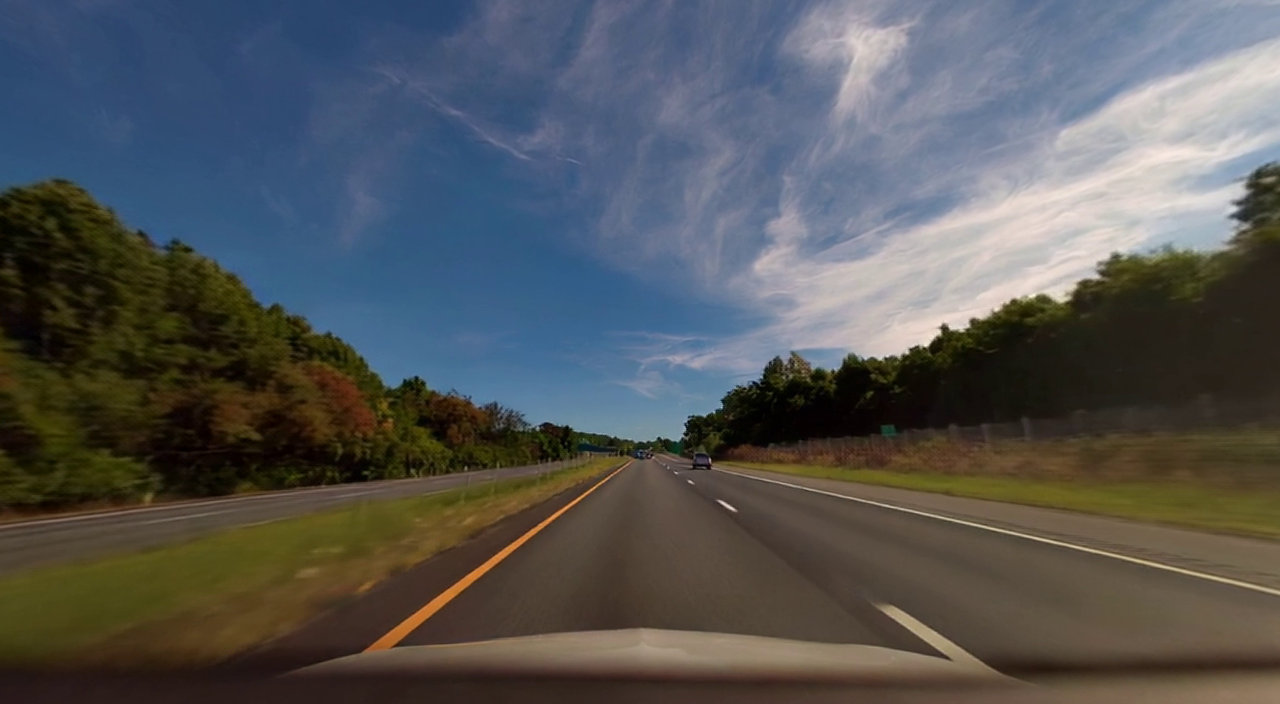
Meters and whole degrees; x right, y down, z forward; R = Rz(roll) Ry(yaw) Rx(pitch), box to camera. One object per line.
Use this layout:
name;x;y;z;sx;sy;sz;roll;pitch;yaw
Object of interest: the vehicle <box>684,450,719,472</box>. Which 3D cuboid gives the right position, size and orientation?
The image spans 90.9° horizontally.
vehicle;4.252;7.639;44.406;1.984;1.481;4.376;0;-9;0
